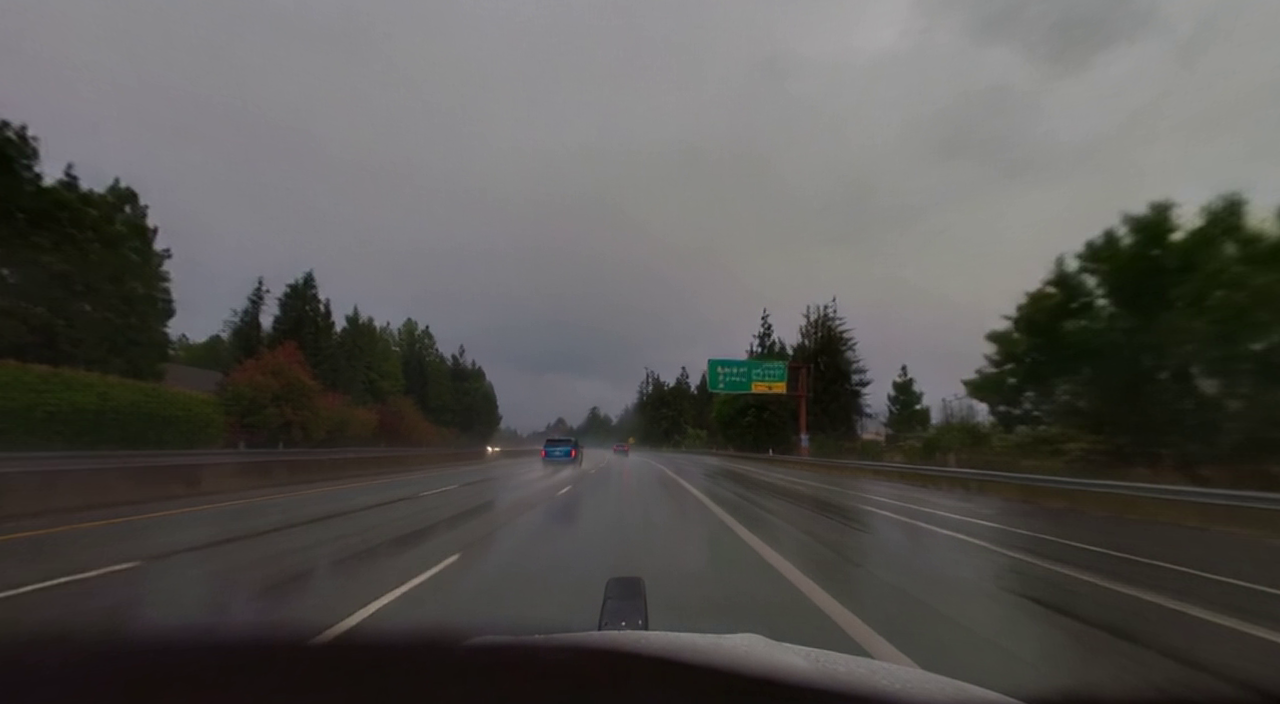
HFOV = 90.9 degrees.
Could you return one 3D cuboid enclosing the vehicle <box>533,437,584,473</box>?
[{"bbox_3d":[-4.242,5.407,33.440,2.162,1.724,4.537,0,-8,-1],"label":"vehicle"}]
